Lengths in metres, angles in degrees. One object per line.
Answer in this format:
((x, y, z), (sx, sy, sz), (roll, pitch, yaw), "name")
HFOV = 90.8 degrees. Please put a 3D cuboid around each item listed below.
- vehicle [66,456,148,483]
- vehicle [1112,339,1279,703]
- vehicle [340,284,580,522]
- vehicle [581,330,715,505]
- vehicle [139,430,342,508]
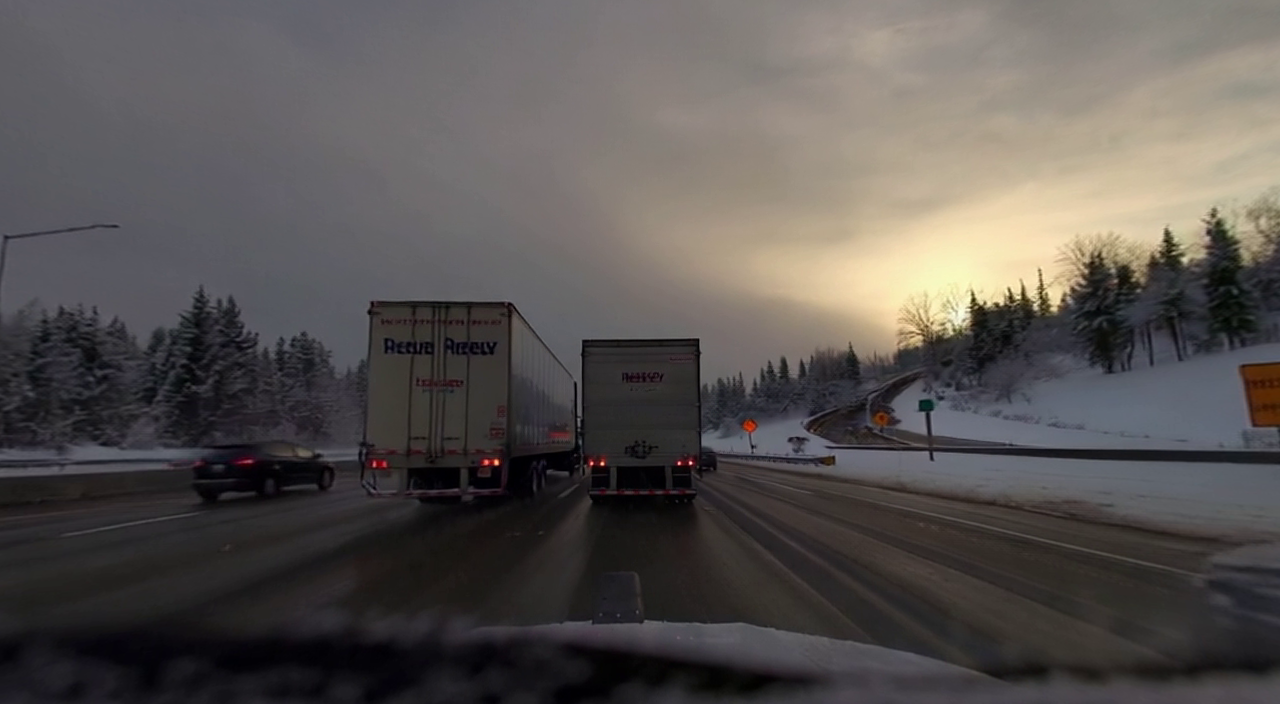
((-29.041, 6.381, 34.538), (1.479, 1.342, 3.317), (-1, -9, 3), "vehicle")
((3.887, 0.610, 1.331), (2.136, 1.753, 4.644), (0, -9, 0), "vehicle")
((-3.795, 2.024, 18.821), (2.873, 4.107, 15.970), (0, -9, -1), "vehicle")
((0.090, 2.142, 18.773), (2.910, 3.828, 9.805), (0, -9, -1), "vehicle")
((-10.928, 3.228, 18.005), (2.120, 1.862, 5.530), (0, -9, 0), "vehicle")
